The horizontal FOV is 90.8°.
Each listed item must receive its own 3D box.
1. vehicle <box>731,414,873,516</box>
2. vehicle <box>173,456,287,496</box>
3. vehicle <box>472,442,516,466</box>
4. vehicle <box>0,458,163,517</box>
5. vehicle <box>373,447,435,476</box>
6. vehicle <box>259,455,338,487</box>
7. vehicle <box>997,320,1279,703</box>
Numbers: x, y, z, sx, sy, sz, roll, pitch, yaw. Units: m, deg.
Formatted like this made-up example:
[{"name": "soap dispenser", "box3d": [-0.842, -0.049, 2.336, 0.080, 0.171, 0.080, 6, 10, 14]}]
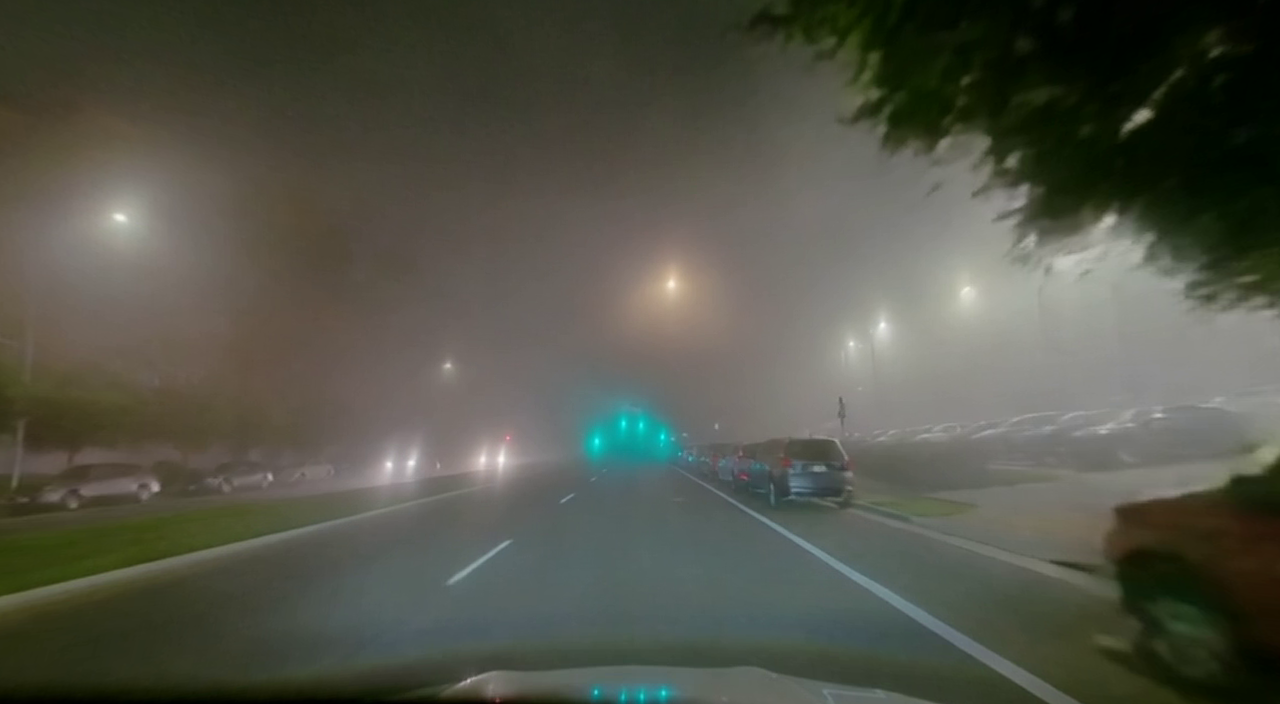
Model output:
[{"name": "vehicle", "box3d": [3.397, 2.463, 14.217, 1.935, 1.920, 4.397, 0, -8, -1]}, {"name": "vehicle", "box3d": [-17.872, 5.397, 27.865, 1.932, 1.510, 4.685, 0, -8, -1]}, {"name": "vehicle", "box3d": [-11.412, 8.002, 49.634, 2.127, 1.752, 4.889, 0, -8, 2]}, {"name": "vehicle", "box3d": [-17.912, 4.183, 20.083, 1.826, 1.544, 4.680, 0, -8, 0]}, {"name": "vehicle", "box3d": [-14.560, 6.767, 39.282, 2.150, 1.700, 4.442, 0, -8, 0]}, {"name": "vehicle", "box3d": [-17.917, 6.236, 33.398, 1.780, 1.463, 4.573, 0, -8, -2]}, {"name": "vehicle", "box3d": [3.561, 0.669, 1.925, 2.012, 1.748, 4.849, 0, -8, -1]}]
